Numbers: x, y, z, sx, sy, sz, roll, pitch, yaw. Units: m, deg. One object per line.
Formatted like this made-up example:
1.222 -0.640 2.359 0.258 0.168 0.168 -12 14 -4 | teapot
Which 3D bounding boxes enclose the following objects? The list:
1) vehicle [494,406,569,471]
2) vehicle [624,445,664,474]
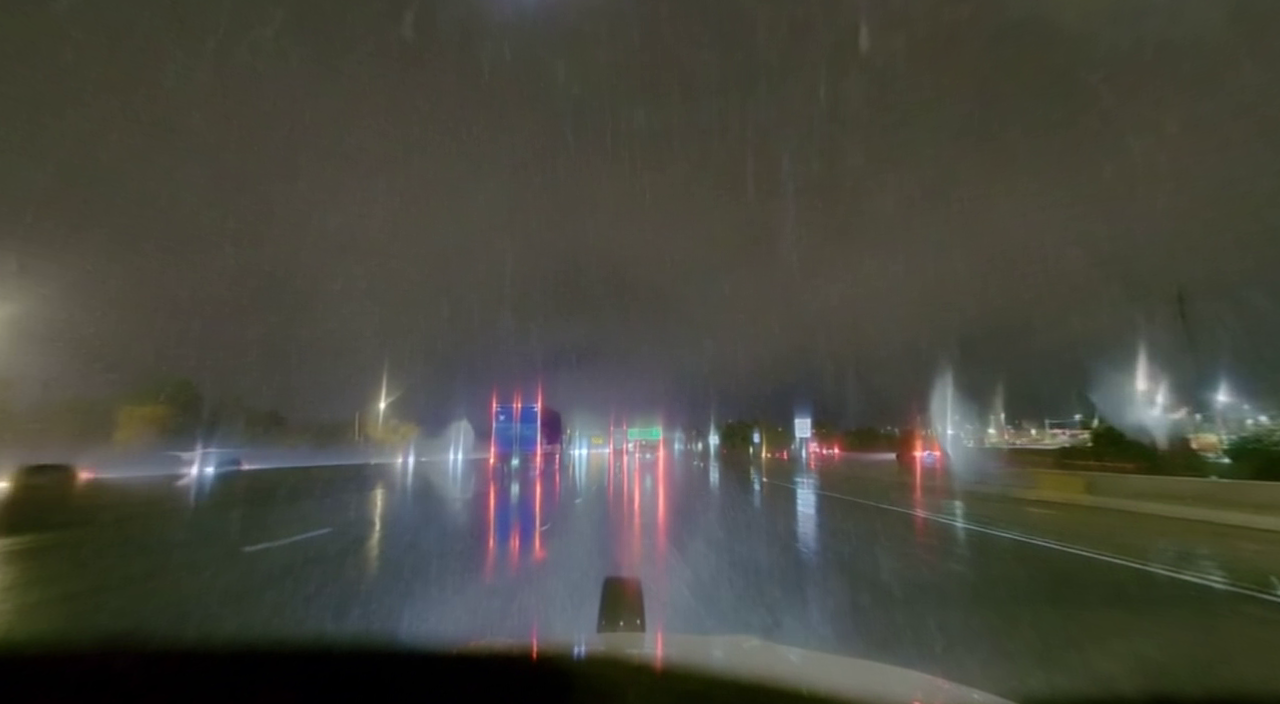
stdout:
-6.984 5.922 42.632 3.067 3.804 11.136 0 -9 0 | vehicle
0.169 5.822 34.299 2.066 1.469 4.050 0 -9 -1 | vehicle
